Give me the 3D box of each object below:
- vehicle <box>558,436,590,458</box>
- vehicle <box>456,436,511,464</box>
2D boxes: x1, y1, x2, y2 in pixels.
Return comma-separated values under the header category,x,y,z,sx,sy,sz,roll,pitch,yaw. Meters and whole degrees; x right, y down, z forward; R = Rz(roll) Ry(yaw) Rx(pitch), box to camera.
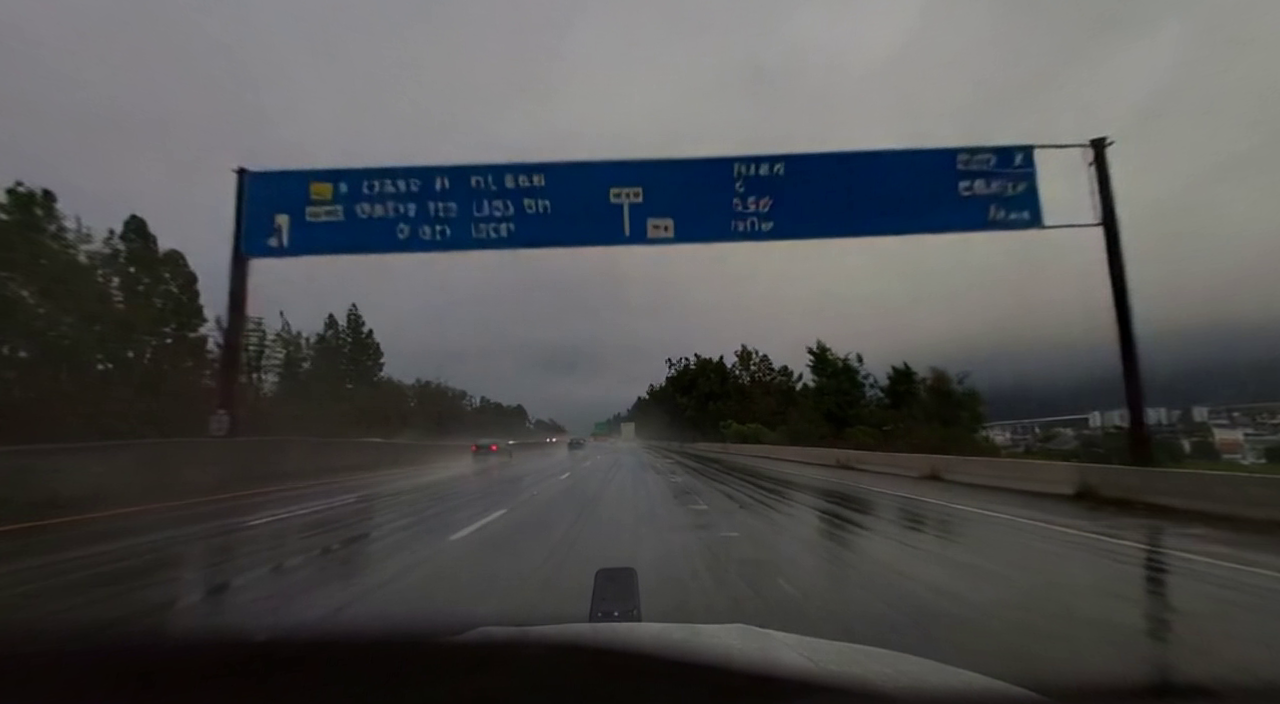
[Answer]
category,x,y,z,sx,sy,sz,roll,pitch,yaw
vehicle,-4.693,6.769,45.182,1.912,1.495,3.703,0,-7,0
vehicle,-8.539,5.359,34.753,1.973,1.470,4.270,0,-7,0
